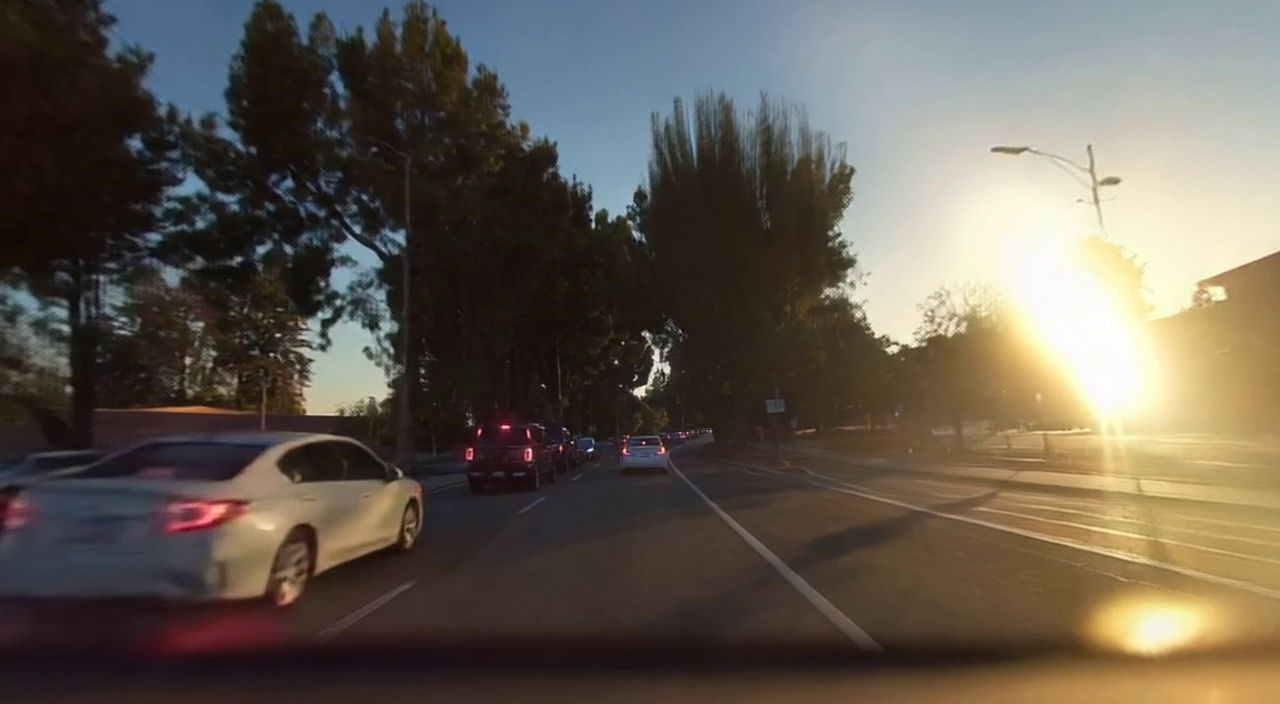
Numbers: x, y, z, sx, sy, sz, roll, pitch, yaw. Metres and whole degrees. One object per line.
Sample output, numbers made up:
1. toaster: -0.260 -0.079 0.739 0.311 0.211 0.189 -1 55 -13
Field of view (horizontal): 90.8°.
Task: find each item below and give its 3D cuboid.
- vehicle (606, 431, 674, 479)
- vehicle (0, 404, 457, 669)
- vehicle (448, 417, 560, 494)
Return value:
1. vehicle: -0.027 3.512 21.792 2.126 1.475 3.967 0 -8 -1
2. vehicle: -3.453 1.374 5.869 2.139 1.487 4.453 0 -8 0
3. vehicle: -3.400 2.695 16.733 2.046 1.751 4.208 0 -8 0
